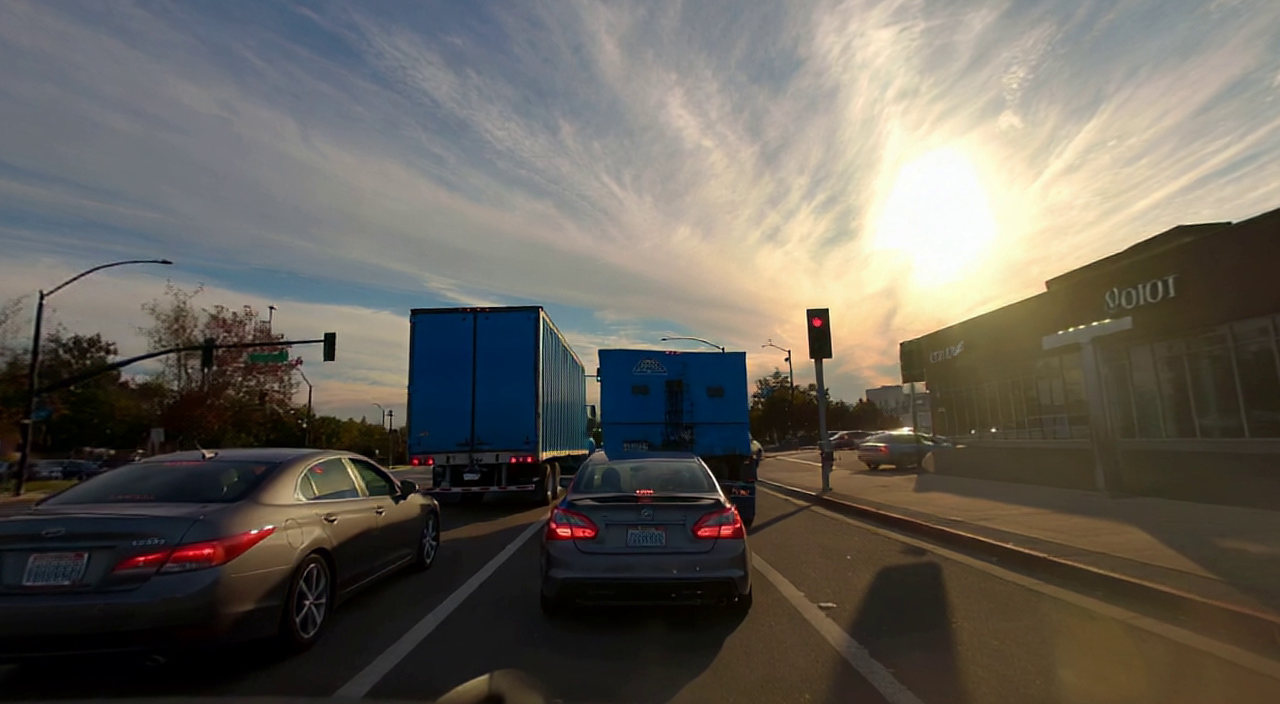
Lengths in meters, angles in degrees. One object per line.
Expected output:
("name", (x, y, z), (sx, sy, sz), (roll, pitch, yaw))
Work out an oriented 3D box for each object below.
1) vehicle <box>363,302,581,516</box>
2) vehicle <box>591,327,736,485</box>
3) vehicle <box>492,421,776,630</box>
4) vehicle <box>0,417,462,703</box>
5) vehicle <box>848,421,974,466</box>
("vehicle", (-3.265, 1.487, 14.646), (3.020, 3.800, 7.105), (0, -8, 0))
("vehicle", (0.364, 1.398, 16.696), (2.803, 3.066, 8.341), (-2, -5, -1))
("vehicle", (-0.105, 1.571, 6.710), (2.067, 1.506, 4.118), (0, -8, -2))
("vehicle", (-3.090, 1.373, 5.172), (1.969, 1.471, 4.378), (0, -8, 0))
("vehicle", (12.137, 4.165, 28.378), (4.681, 1.713, 1.969), (-3, -9, -1))
